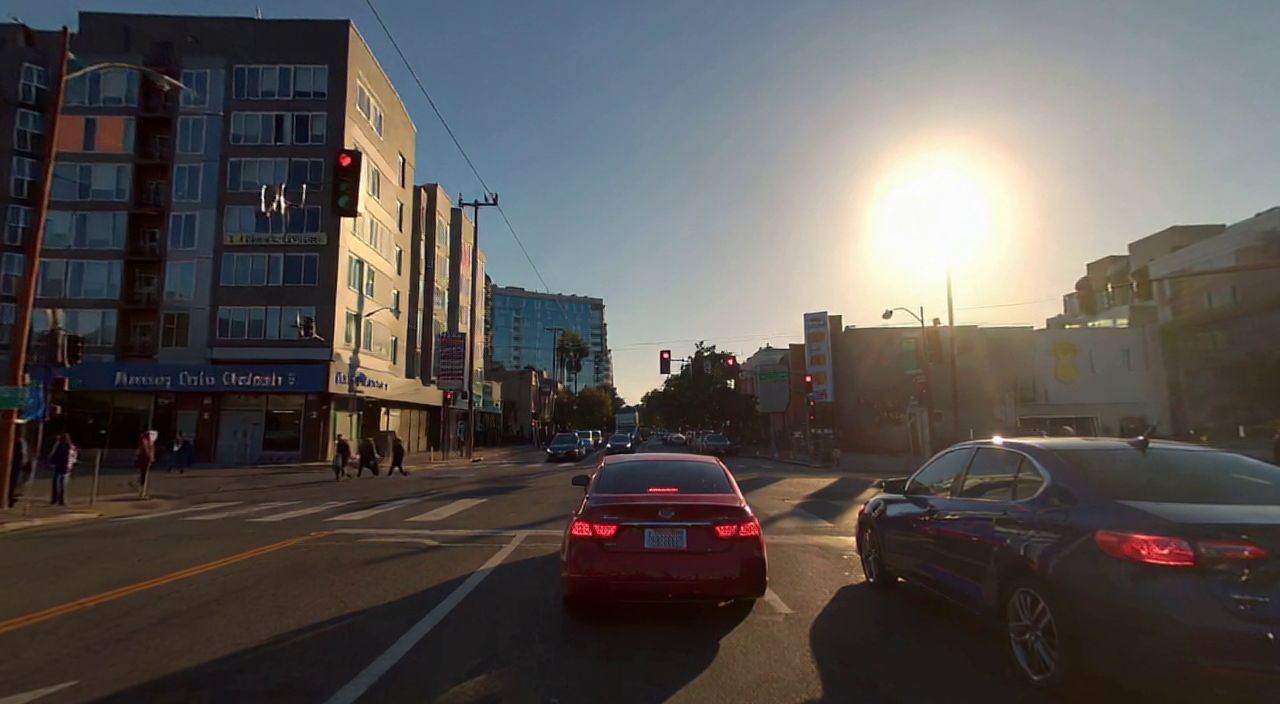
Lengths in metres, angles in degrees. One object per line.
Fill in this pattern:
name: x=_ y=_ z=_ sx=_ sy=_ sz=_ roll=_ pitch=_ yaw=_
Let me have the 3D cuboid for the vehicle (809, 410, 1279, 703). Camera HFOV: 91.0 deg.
vehicle: x=2.811 y=1.292 z=4.585 sx=1.961 sy=1.498 sz=4.356 roll=0 pitch=-8 yaw=0

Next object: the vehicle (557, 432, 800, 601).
vehicle: x=0.275 y=1.745 z=7.625 sx=2.132 sy=1.464 sz=4.089 roll=0 pitch=-8 yaw=-2

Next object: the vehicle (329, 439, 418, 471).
vehicle: x=-14.347 y=5.544 z=33.974 sx=3.912 sy=1.596 sz=2.030 roll=7 pitch=-11 yaw=-38
